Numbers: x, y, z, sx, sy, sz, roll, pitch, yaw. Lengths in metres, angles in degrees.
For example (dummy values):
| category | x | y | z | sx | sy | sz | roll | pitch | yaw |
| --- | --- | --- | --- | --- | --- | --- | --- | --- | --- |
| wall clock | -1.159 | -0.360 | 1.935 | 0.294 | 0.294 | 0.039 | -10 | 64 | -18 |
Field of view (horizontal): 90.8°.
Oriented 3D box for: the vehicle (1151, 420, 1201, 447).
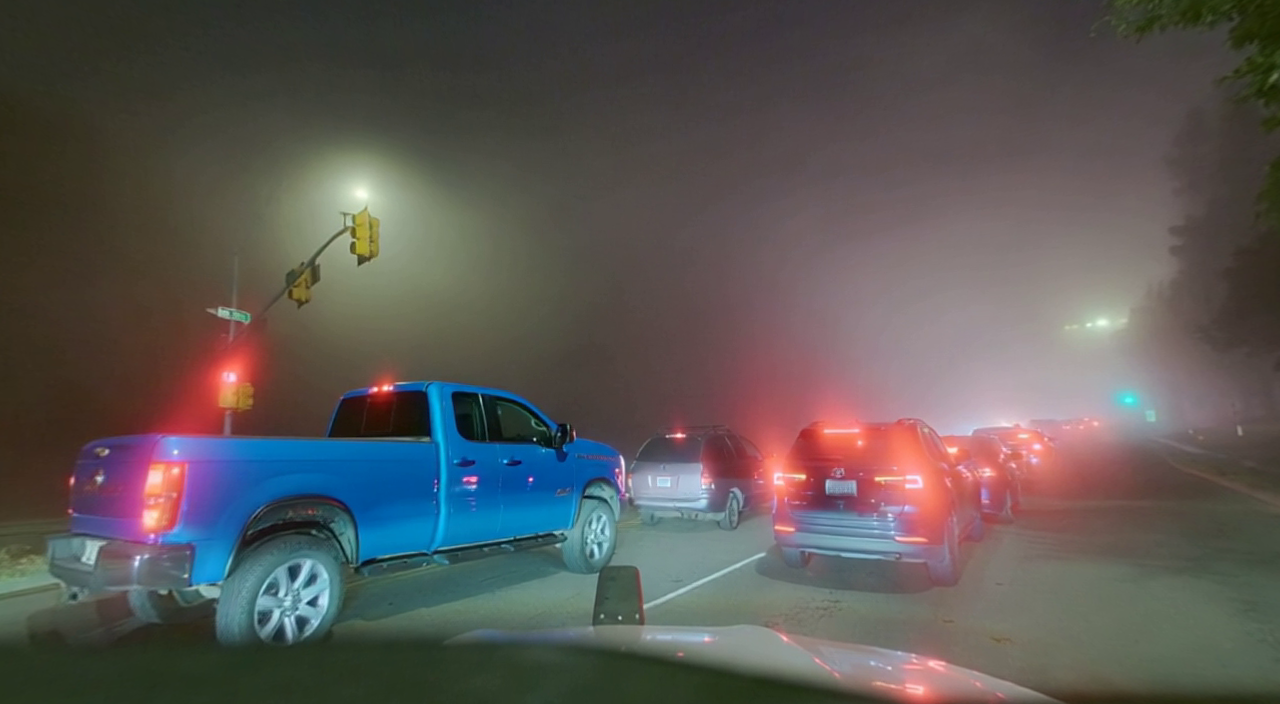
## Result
| category | x | y | z | sx | sy | sz | roll | pitch | yaw |
| --- | --- | --- | --- | --- | --- | --- | --- | --- | --- |
| vehicle | 35.739 | 5.485 | 42.206 | 2.183 | 1.714 | 4.491 | -6 | -11 | 37 |

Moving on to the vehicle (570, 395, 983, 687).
| category | x | y | z | sx | sy | sz | roll | pitch | yaw |
| --- | --- | --- | --- | --- | --- | --- | --- | --- | --- |
| vehicle | 1.711 | 1.383 | 5.981 | 2.027 | 1.549 | 4.801 | -6 | -10 | 35 |

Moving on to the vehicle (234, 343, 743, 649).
| category | x | y | z | sx | sy | sz | roll | pitch | yaw |
| --- | --- | --- | --- | --- | --- | --- | --- | --- | --- |
| vehicle | -0.881 | 1.408 | 7.466 | 2.272 | 2.016 | 6.146 | -4 | -9 | 27 |

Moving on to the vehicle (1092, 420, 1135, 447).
| category | x | y | z | sx | sy | sz | roll | pitch | yaw |
| --- | --- | --- | --- | --- | --- | --- | --- | --- | --- |
| vehicle | 32.768 | 5.677 | 43.737 | 2.160 | 1.790 | 4.303 | -6 | -10 | 35 |
